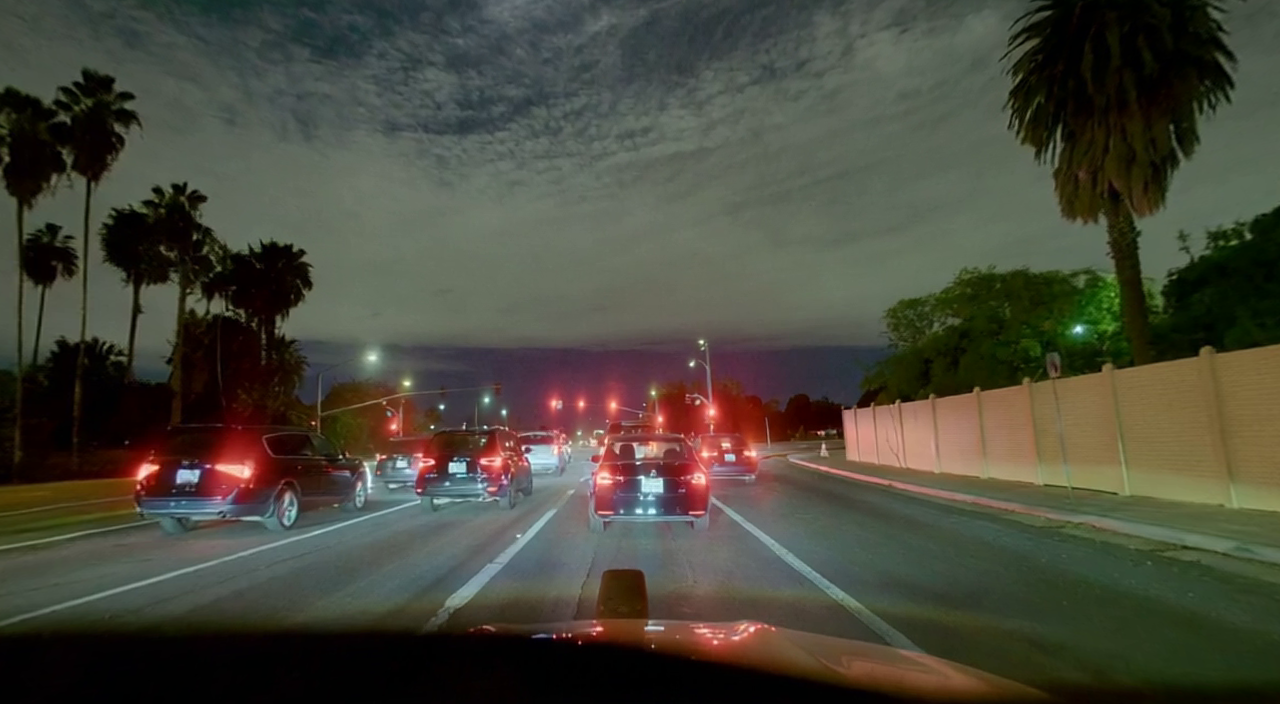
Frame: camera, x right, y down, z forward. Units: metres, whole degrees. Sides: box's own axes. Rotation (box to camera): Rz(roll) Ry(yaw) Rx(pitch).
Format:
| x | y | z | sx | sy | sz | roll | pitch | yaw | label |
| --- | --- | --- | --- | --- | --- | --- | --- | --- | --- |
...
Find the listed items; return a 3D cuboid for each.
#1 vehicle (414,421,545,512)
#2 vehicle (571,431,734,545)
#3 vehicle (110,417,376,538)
| x | y | z | sx | sy | sz | roll | pitch | yaw | label |
| --- | --- | --- | --- | --- | --- | --- | --- | --- | --- |
| -3.442 | 2.552 | 14.454 | 2.007 | 1.746 | 4.136 | 0 | -8 | -2 | vehicle |
| 0.080 | 2.101 | 10.452 | 2.128 | 1.473 | 4.272 | 0 | -8 | -2 | vehicle |
| -6.675 | 2.139 | 11.386 | 1.963 | 1.721 | 4.467 | 0 | -8 | -2 | vehicle |
